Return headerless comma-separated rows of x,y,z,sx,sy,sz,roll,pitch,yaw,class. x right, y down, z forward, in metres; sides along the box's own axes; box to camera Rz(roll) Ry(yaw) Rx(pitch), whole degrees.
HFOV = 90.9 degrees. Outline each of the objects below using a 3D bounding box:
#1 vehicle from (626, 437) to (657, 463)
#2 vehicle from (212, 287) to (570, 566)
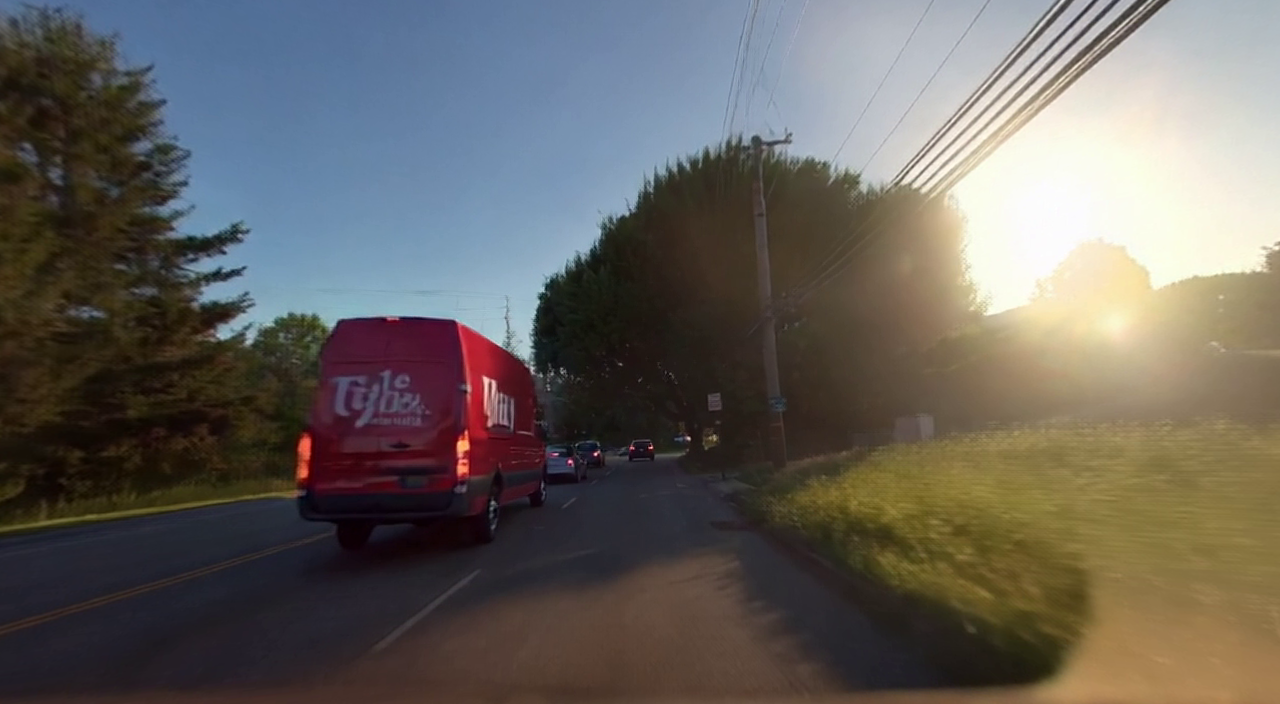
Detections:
0.167,7.424,47.831,2.241,1.912,4.095,0,-8,1,vehicle
-3.312,1.482,11.759,2.818,3.181,9.114,0,-9,1,vehicle
